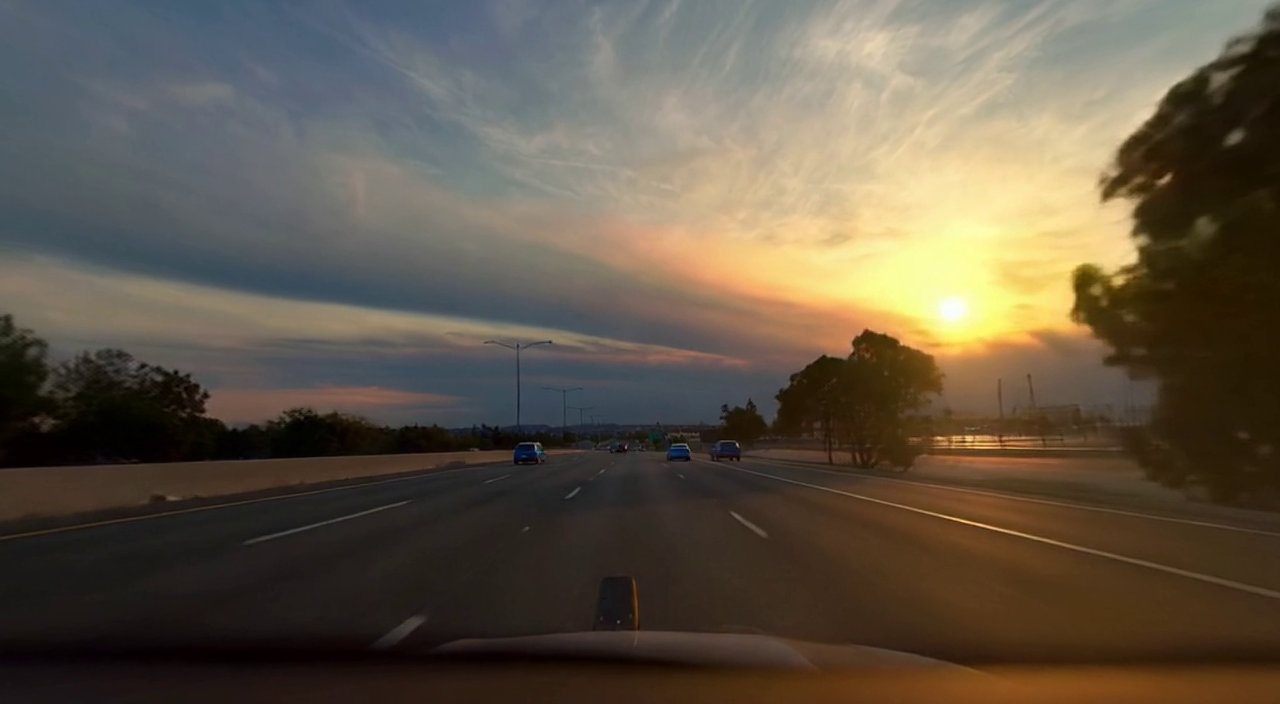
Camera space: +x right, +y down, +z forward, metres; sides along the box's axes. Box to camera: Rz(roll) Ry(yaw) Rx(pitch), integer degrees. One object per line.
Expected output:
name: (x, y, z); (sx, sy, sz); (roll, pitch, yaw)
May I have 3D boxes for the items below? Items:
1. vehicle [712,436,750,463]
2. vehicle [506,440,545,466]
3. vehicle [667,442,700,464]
vehicle: (6.807, 7.381, 47.813); (2.065, 1.953, 4.605); (0, -8, -2)
vehicle: (-8.257, 7.295, 46.018); (2.083, 1.696, 5.464); (1, -8, -2)
vehicle: (3.117, 7.314, 45.774); (2.000, 1.533, 3.770); (0, -8, -1)
